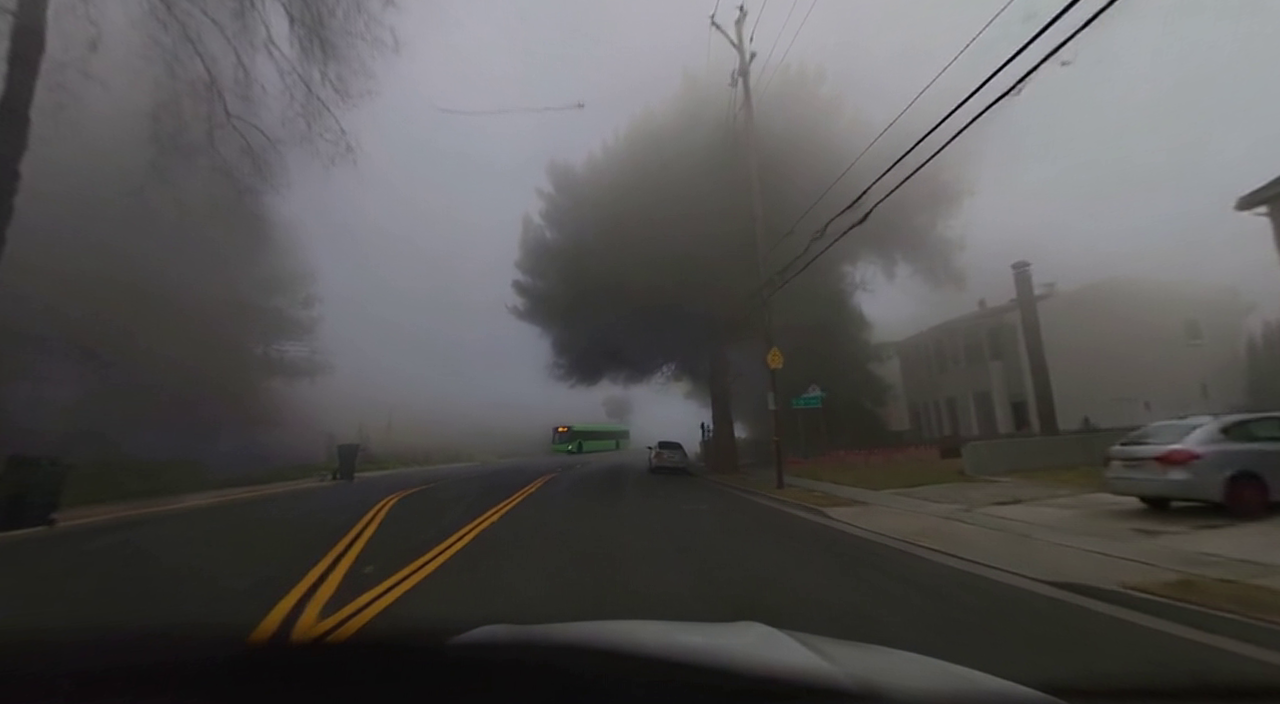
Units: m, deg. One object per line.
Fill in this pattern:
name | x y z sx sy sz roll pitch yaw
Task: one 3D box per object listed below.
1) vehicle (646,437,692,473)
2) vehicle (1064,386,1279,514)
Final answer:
vehicle | 1.307 4.922 30.458 1.984 1.601 3.994 0 -9 -1
vehicle | 8.349 1.298 8.452 4.047 1.486 1.858 1 -9 -4
